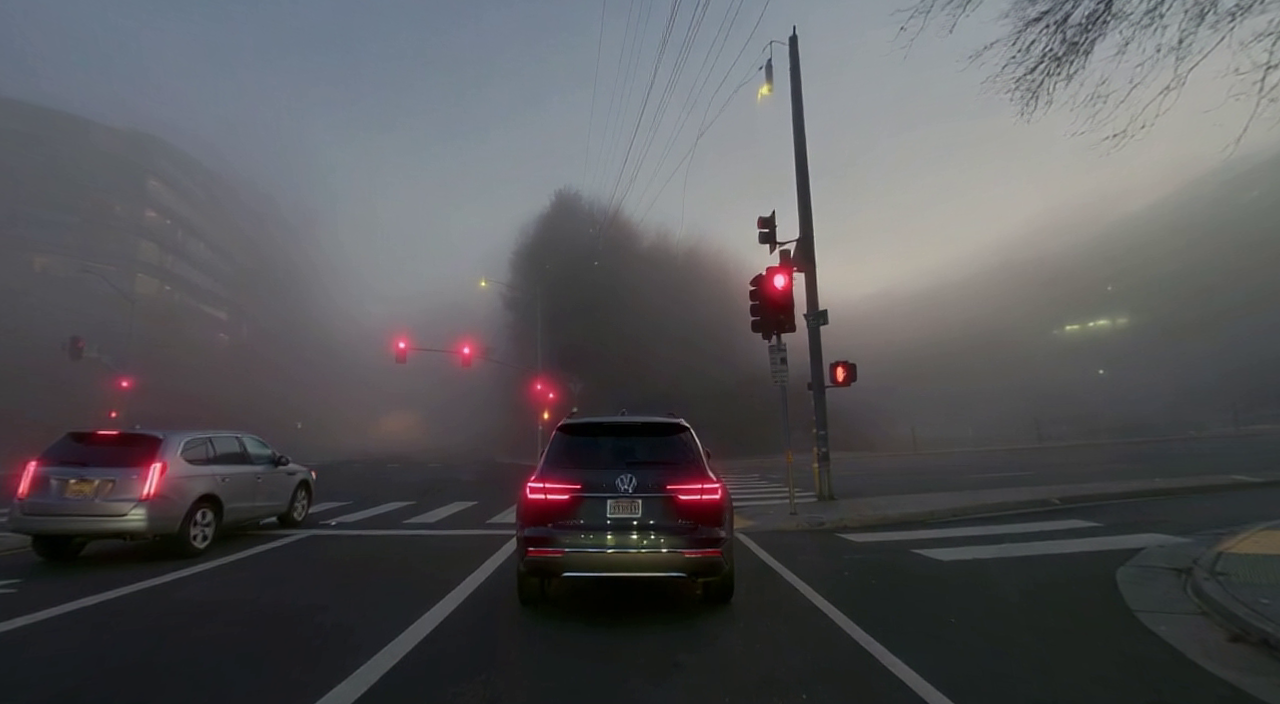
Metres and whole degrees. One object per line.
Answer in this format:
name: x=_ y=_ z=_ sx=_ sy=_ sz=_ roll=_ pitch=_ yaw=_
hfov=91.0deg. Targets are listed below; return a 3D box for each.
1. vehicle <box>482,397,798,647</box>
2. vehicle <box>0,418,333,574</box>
vehicle: x=-0.145 y=1.458 z=6.441 sx=2.154 sy=1.670 sz=4.140 roll=0 pitch=-9 yaw=-5
vehicle: x=-6.393 y=1.900 z=9.110 sx=2.020 sy=1.695 sz=4.187 roll=1 pitch=-9 yaw=-5
